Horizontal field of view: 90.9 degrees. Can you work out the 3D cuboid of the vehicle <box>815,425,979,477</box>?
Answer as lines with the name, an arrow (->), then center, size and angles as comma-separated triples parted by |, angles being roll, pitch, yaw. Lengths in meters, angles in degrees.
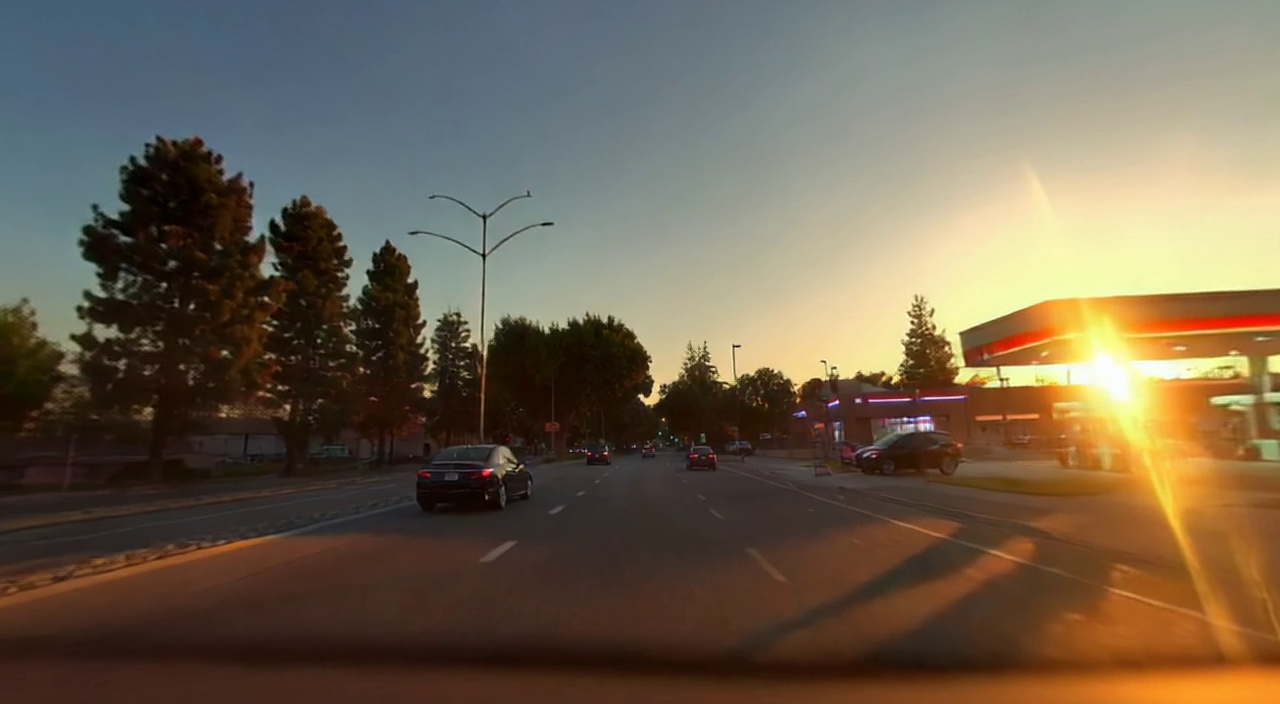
vehicle -> 10.815, 4.234, 26.972 | 5.931, 1.872, 2.264 | -3, -8, 3

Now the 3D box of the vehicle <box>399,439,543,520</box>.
vehicle -> -3.437, 2.662, 13.778 | 1.803, 1.463, 4.422 | 0, -8, 2

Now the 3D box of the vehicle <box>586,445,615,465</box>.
vehicle -> -2.898, 7.721, 47.395 | 1.841, 1.474, 4.038 | 0, -8, 1

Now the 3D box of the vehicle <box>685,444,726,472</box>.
vehicle -> 3.623, 5.935, 35.544 | 1.883, 1.465, 3.975 | 0, -8, 0
